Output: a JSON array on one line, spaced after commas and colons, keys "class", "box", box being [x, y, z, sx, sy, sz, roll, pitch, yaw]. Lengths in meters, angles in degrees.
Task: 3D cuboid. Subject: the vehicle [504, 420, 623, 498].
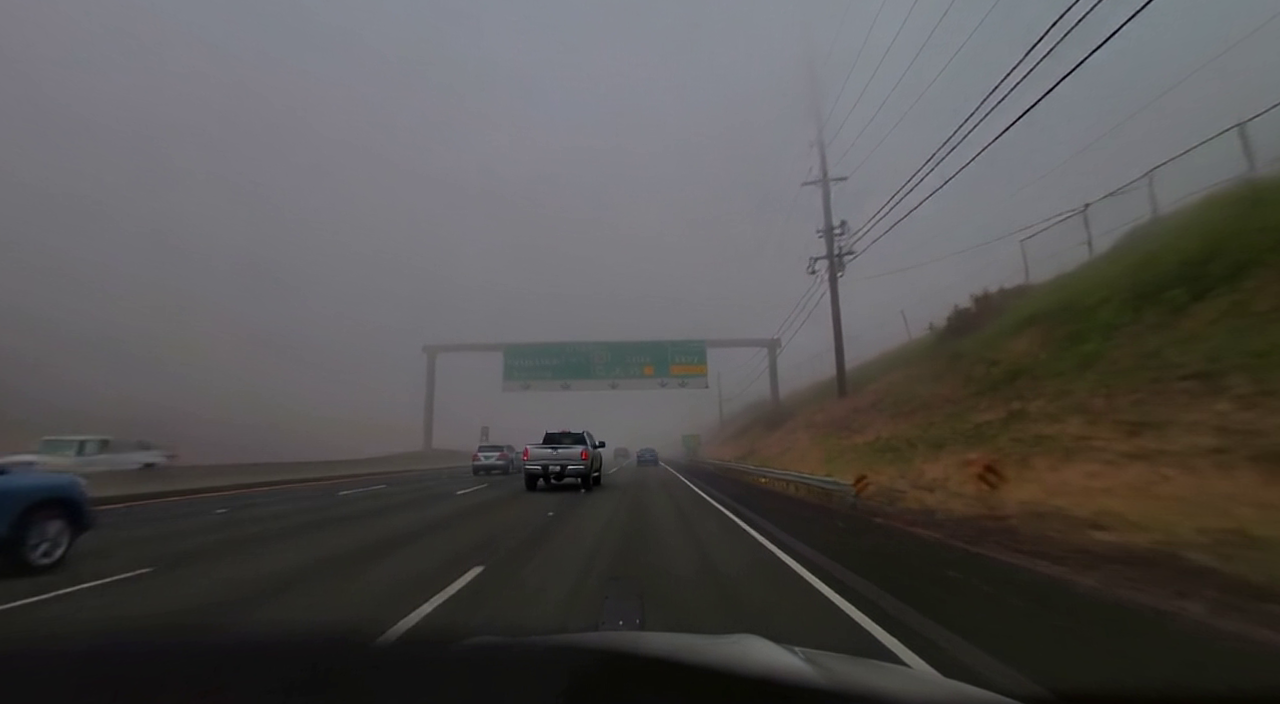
[{"class": "vehicle", "box": [-2.158, 3.371, 20.168, 2.972, 2.087, 6.126, 0, -9, 1]}]

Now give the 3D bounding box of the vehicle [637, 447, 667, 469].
[{"class": "vehicle", "box": [0.807, 7.589, 45.202, 2.025, 1.485, 4.310, 0, -9, -1]}]

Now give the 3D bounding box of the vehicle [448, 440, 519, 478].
[{"class": "vehicle", "box": [-7.438, 5.130, 30.502, 2.143, 1.688, 4.776, 0, -9, 1]}]
